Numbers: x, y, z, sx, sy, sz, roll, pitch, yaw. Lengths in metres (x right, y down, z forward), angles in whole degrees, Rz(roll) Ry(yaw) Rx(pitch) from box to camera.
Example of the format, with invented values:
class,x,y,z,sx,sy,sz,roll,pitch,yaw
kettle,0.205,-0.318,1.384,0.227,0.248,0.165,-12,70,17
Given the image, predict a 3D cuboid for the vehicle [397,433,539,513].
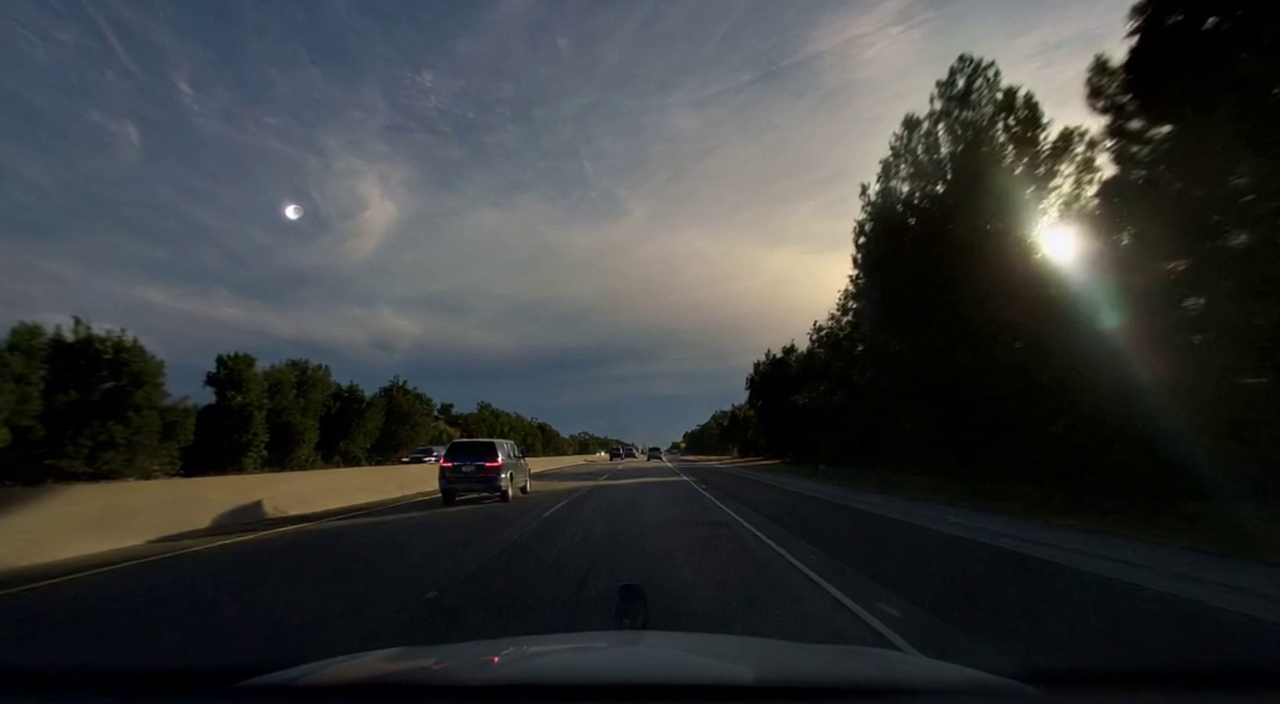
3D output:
class,x,y,z,sx,sy,sz,roll,pitch,yaw
vehicle,-4.061,2.944,15.899,2.188,1.692,4.623,0,-9,1
